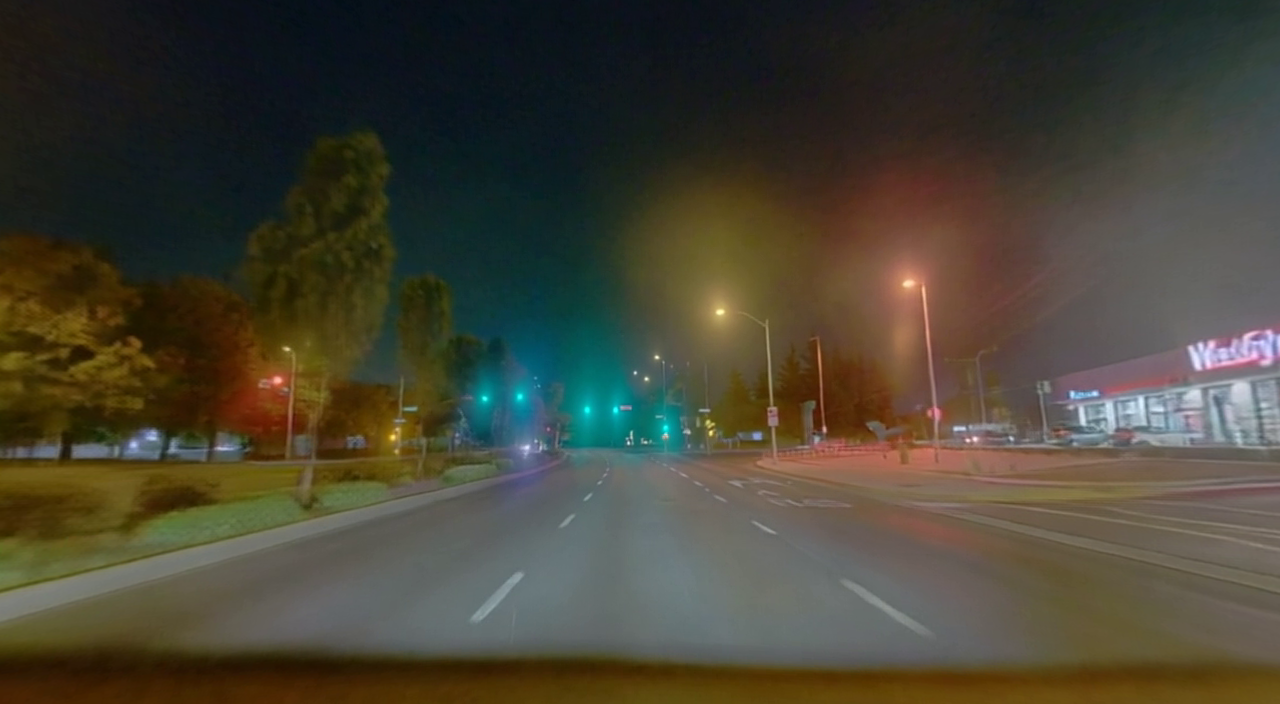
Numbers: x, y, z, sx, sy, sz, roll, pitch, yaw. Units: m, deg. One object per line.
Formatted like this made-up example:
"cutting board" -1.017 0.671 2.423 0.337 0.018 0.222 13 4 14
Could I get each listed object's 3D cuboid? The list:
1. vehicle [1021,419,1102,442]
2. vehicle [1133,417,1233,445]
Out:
"vehicle" 32.315 6.048 48.379 4.763 1.725 2.082 0 -8 -2
"vehicle" 31.765 4.641 36.922 4.051 1.611 1.944 0 -8 -2
